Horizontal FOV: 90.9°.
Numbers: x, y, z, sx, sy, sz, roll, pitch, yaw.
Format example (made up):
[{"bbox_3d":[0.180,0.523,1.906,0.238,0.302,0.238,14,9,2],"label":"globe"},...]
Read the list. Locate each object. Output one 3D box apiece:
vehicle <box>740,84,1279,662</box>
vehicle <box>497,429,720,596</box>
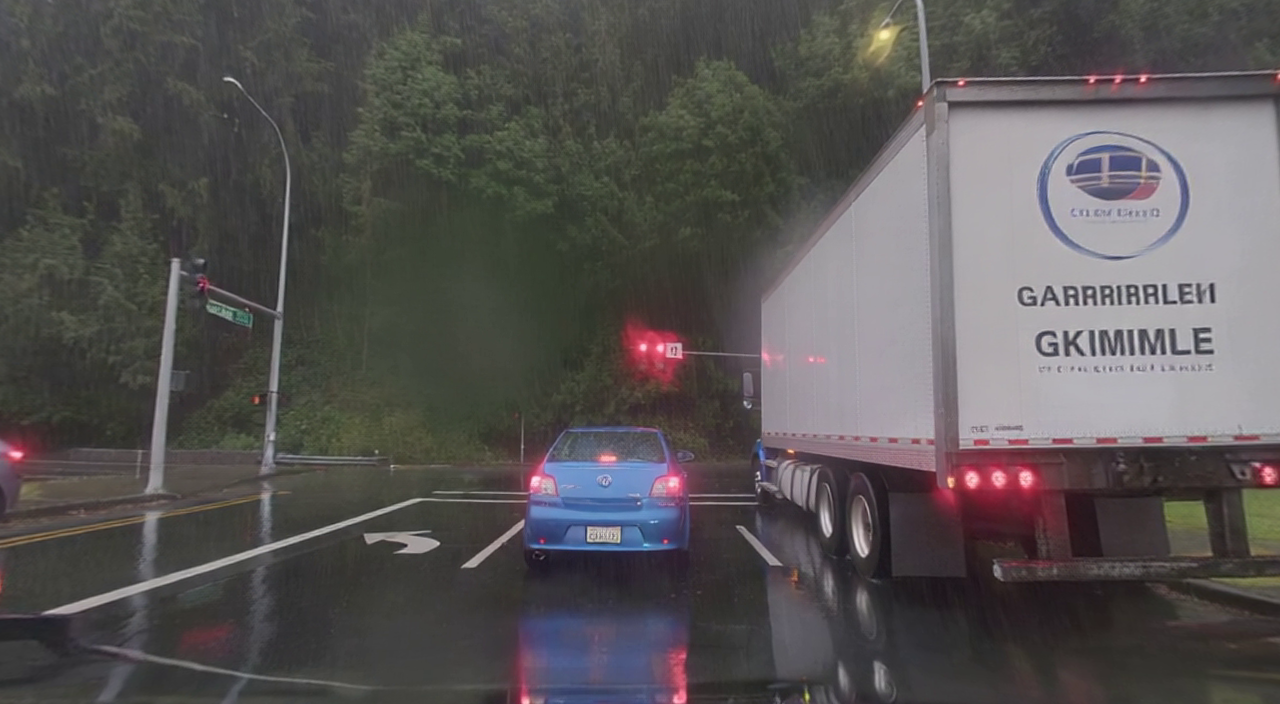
[{"bbox_3d":[3.553,0.758,8.903,2.884,3.753,9.763,0,-9,1],"label":"vehicle"},{"bbox_3d":[-0.312,1.703,7.417,1.975,1.457,3.526,0,-9,-1],"label":"vehicle"}]
